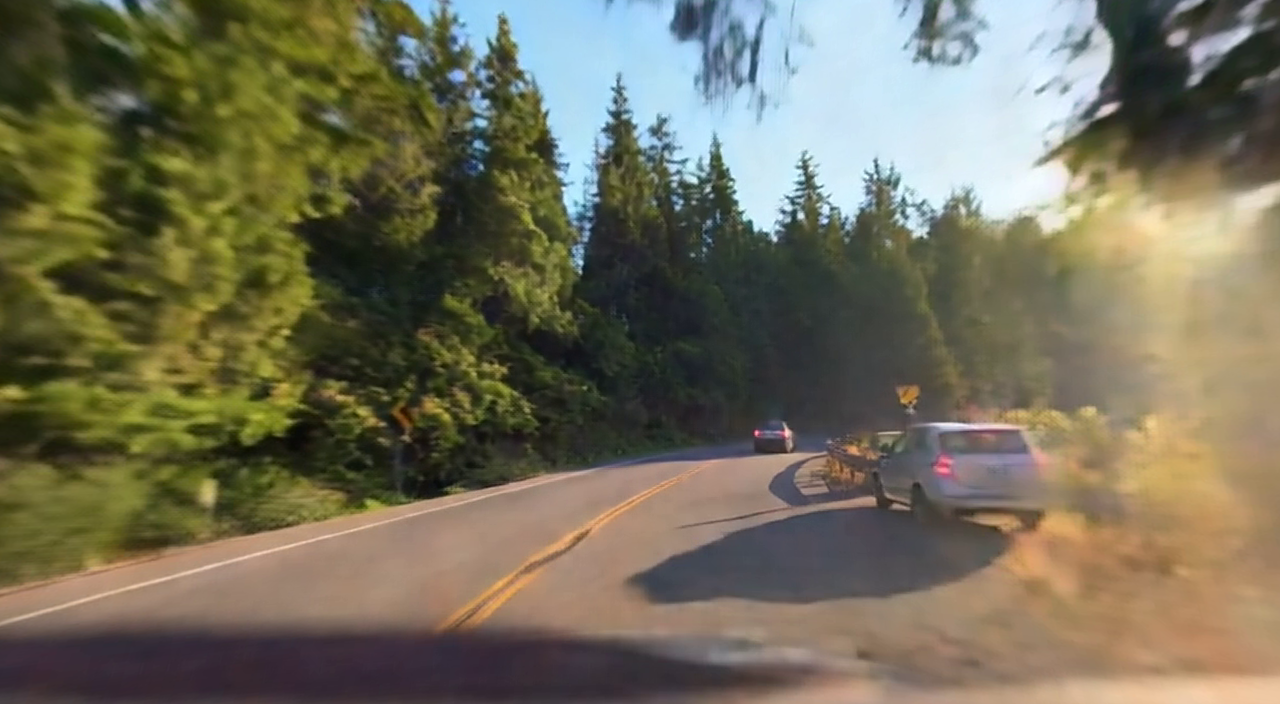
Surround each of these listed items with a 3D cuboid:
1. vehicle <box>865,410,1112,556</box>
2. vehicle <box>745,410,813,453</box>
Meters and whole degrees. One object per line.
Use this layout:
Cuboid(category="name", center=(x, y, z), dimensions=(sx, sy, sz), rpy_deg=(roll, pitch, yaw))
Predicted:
Cuboid(category="vehicle", center=(5.163, 1.954, 10.262), dimensions=(2.172, 1.773, 4.601), rpy_deg=(-1, -8, 12))
Cuboid(category="vehicle", center=(7.104, 4.037, 31.772), dimensions=(2.469, 1.953, 5.605), rpy_deg=(-3, -9, 21))
